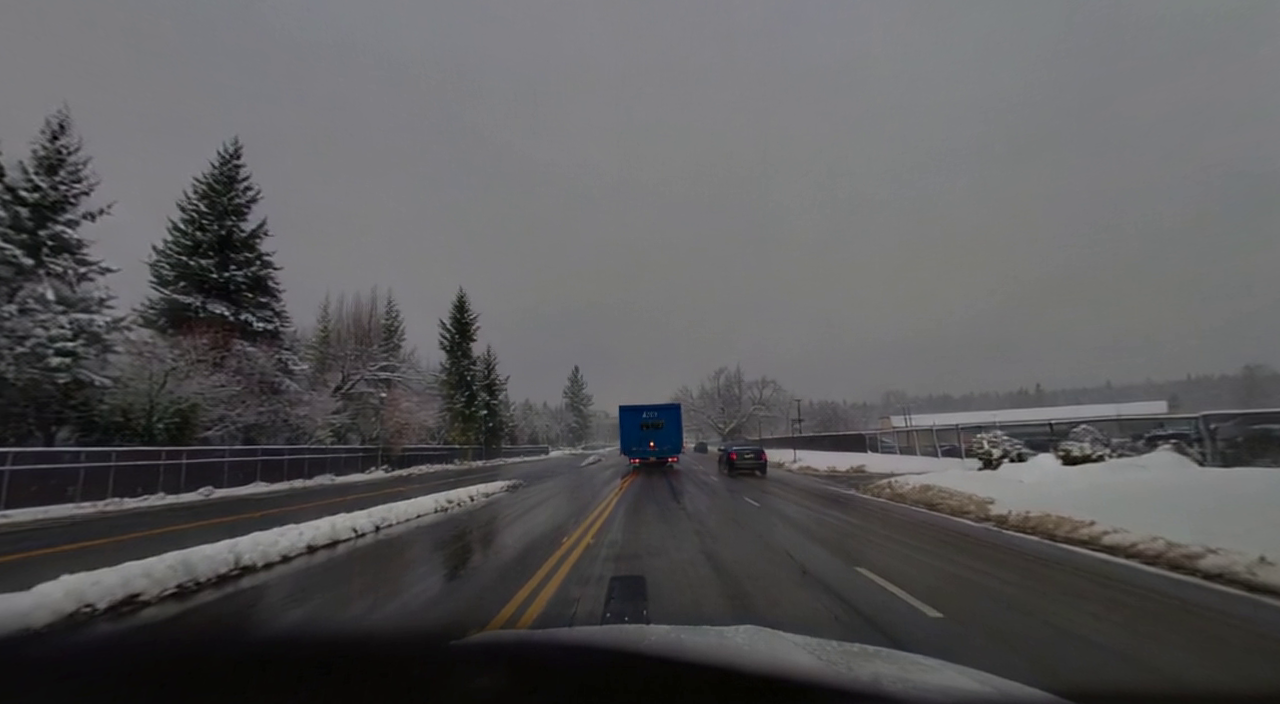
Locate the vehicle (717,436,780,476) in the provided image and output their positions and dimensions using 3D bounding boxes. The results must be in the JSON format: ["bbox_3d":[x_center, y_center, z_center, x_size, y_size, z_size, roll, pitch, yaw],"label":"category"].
[{"bbox_3d":[4.852,4.709,28.851,2.151,1.662,4.543,0,-8,1],"label":"vehicle"}]

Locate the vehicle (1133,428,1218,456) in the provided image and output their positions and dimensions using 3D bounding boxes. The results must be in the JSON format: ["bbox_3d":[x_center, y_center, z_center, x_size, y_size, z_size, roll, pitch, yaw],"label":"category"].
[{"bbox_3d":[37.499,6.381,44.383,2.389,1.806,5.792,-3,-9,18],"label":"vehicle"}]

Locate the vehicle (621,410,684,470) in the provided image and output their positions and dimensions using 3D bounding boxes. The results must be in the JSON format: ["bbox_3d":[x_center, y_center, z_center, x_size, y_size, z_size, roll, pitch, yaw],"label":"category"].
[{"bbox_3d":[0.708,4.952,35.317,3.197,2.963,7.055,0,-8,1],"label":"vehicle"}]
